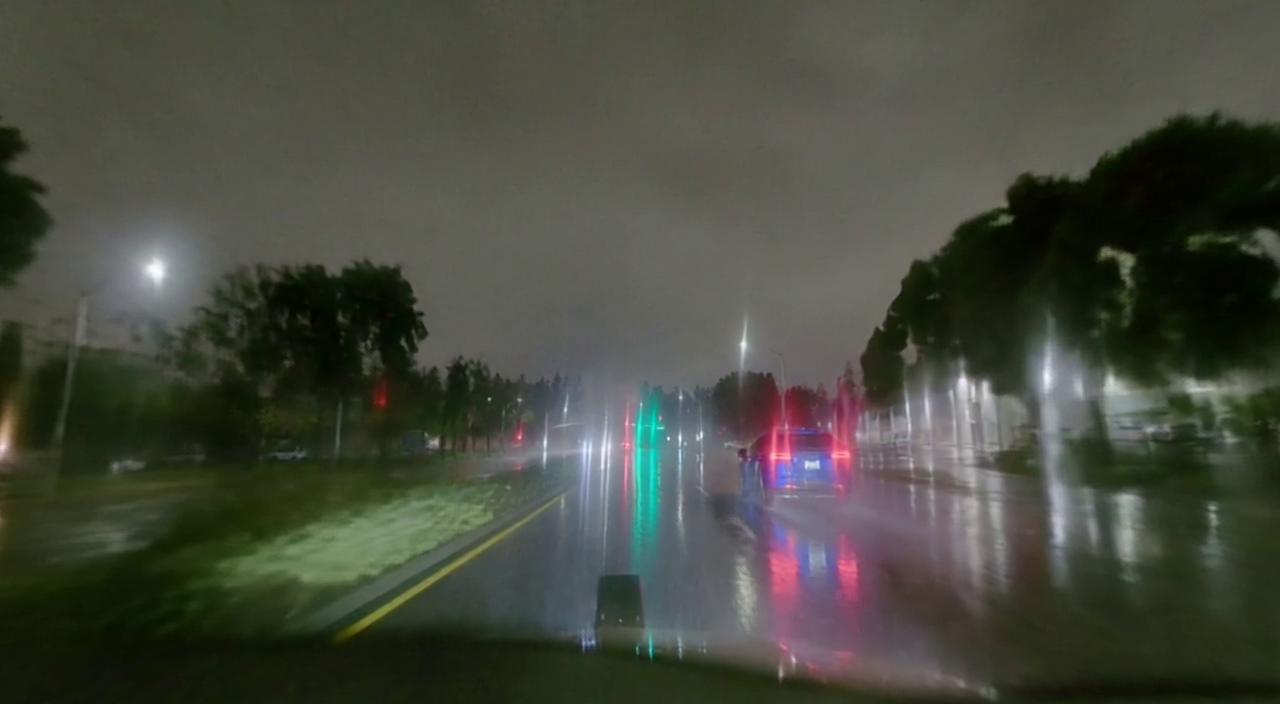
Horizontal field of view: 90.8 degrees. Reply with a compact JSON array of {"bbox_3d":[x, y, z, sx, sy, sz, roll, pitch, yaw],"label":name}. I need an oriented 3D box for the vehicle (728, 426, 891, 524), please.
[{"bbox_3d":[3.215,2.429,13.042,2.060,1.665,4.284,0,-8,-1],"label":"vehicle"}]
